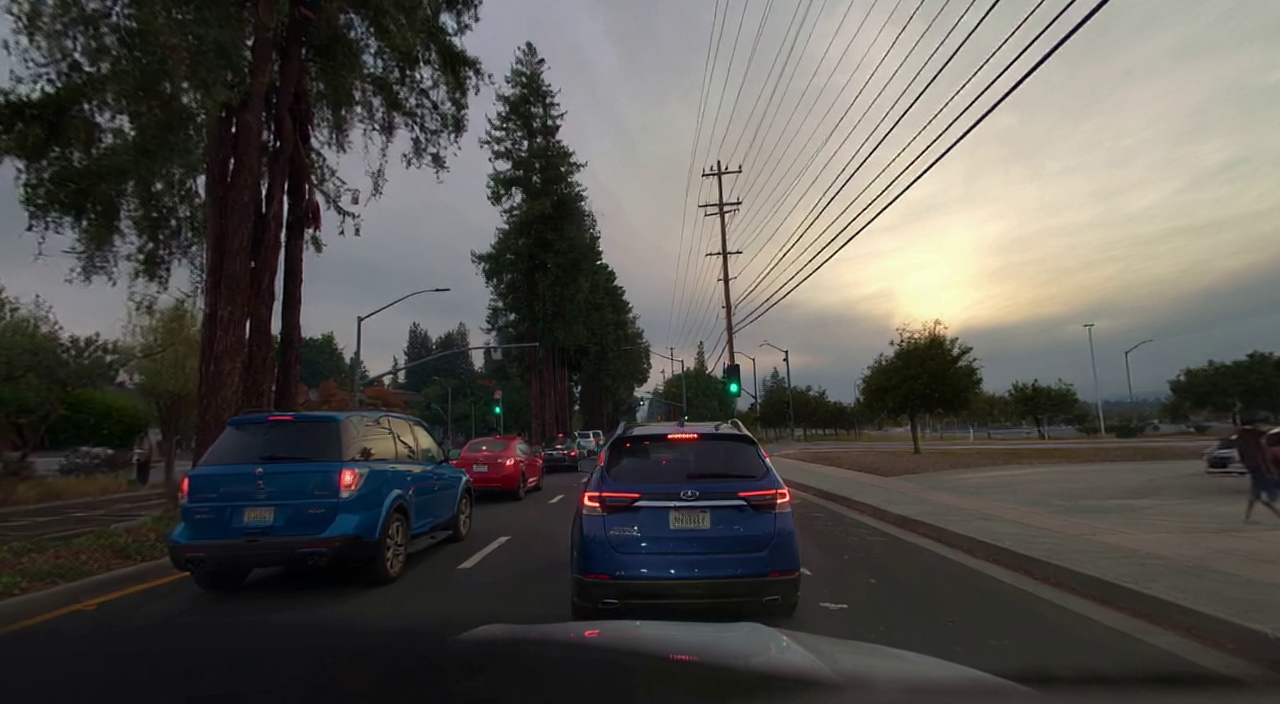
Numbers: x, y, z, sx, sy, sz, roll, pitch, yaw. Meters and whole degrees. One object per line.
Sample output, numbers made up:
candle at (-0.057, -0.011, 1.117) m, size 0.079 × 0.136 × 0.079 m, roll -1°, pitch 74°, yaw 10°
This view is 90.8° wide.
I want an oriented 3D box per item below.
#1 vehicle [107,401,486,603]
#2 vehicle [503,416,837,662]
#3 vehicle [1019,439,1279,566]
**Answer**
vehicle at (-3.473, 1.606, 7.637) m, size 2.105 × 1.706 × 4.337 m, roll 0°, pitch -9°, yaw 0°
vehicle at (0.116, 1.446, 5.963) m, size 2.056 × 1.487 × 4.003 m, roll 0°, pitch -9°, yaw -2°
vehicle at (8.387, 2.151, 9.920) m, size 1.993 × 1.508 × 4.521 m, roll 0°, pitch -9°, yaw -1°
